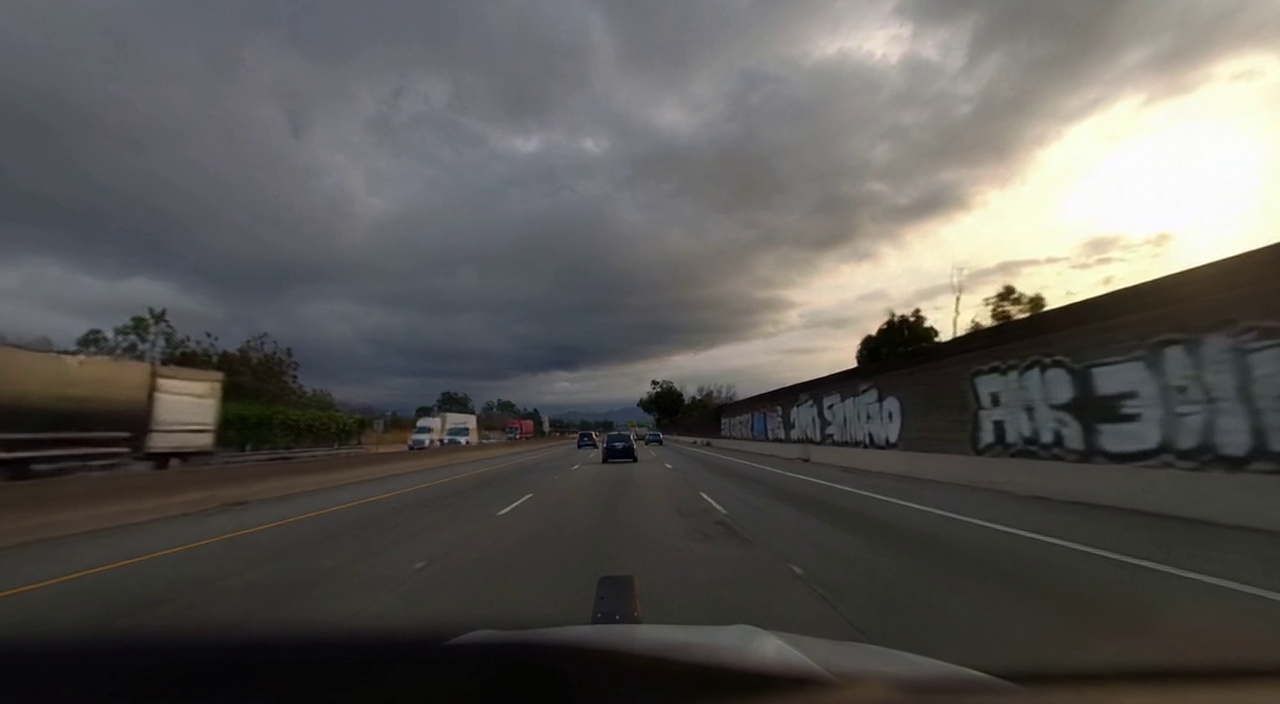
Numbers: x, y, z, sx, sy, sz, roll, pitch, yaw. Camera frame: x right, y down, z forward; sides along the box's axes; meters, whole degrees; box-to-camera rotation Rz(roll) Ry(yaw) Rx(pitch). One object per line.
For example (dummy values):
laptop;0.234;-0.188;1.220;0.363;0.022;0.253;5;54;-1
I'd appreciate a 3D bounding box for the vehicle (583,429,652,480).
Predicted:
vehicle;-0.688;3.273;20.498;2.044;1.477;3.693;0;-8;-1

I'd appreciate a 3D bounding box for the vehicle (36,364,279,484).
vehicle;-17.149;2.728;23.400;2.826;3.693;7.744;0;-8;-1

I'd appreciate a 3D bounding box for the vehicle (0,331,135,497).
vehicle;-16.904;1.269;13.523;2.968;3.967;11.156;0;-8;-1
